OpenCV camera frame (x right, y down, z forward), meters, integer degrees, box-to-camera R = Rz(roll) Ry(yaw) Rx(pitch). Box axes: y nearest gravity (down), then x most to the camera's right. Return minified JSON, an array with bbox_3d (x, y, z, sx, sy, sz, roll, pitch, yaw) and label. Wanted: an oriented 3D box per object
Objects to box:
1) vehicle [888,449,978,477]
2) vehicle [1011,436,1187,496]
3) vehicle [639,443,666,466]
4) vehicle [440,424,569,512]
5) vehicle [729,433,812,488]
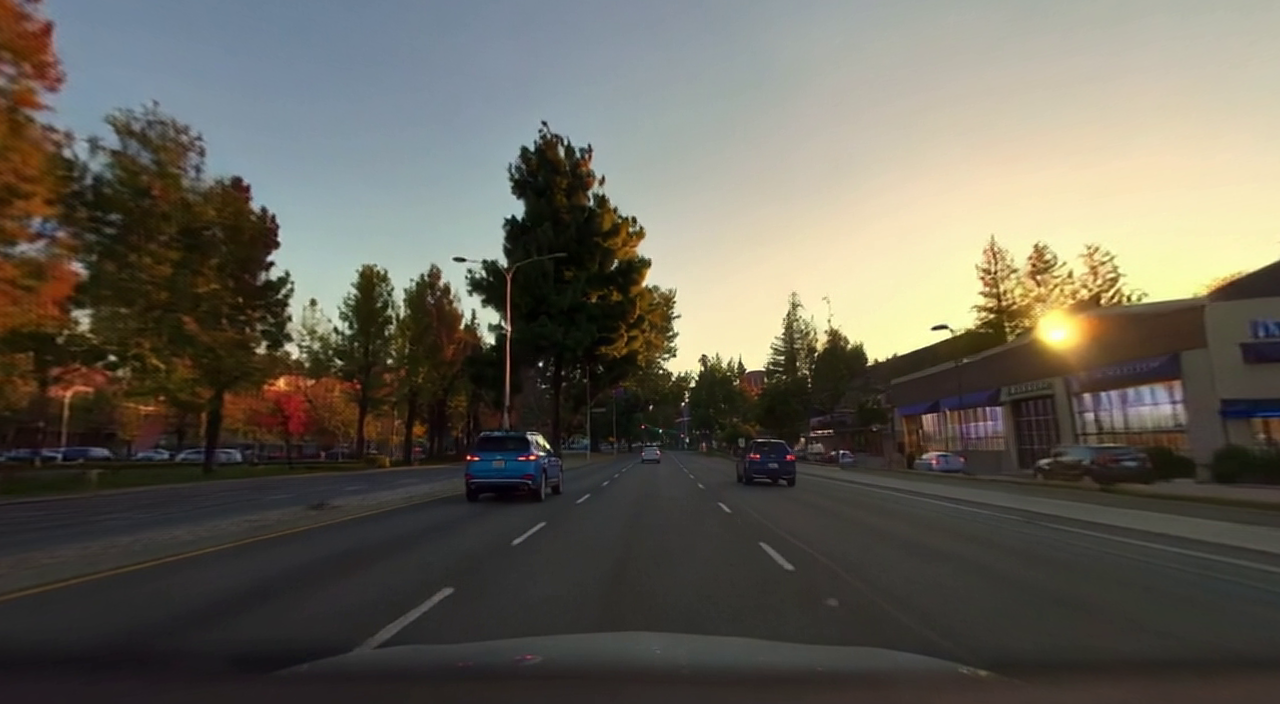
[{"bbox_3d":[16.125,6.096,34.760,4.133,1.475,1.833,2,-9,-11],"label":"vehicle"},{"bbox_3d":[15.077,3.743,21.139,1.932,1.748,4.741,2,-9,-8],"label":"vehicle"},{"bbox_3d":[0.979,7.973,49.271,2.067,1.702,3.987,0,-9,1],"label":"vehicle"},{"bbox_3d":[-3.066,2.730,15.323,2.047,1.810,4.414,0,-9,2],"label":"vehicle"},{"bbox_3d":[4.564,3.868,22.812,2.083,1.779,4.347,0,-9,0],"label":"vehicle"}]
